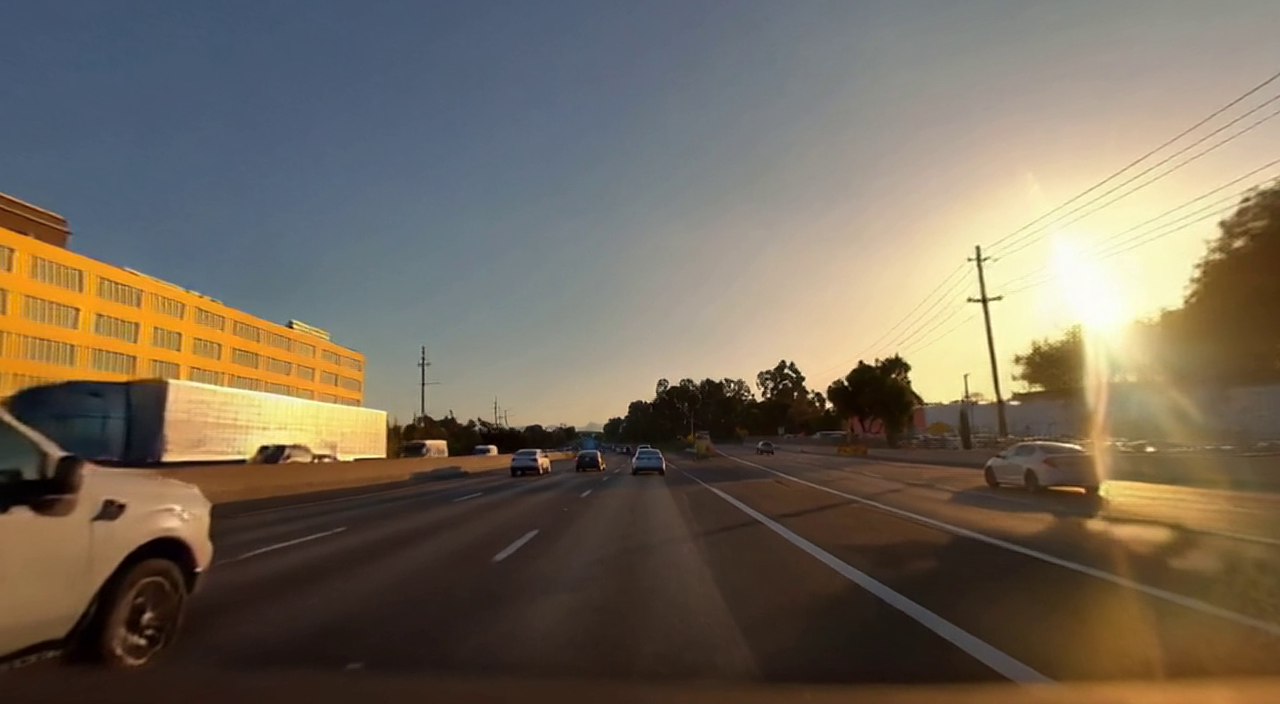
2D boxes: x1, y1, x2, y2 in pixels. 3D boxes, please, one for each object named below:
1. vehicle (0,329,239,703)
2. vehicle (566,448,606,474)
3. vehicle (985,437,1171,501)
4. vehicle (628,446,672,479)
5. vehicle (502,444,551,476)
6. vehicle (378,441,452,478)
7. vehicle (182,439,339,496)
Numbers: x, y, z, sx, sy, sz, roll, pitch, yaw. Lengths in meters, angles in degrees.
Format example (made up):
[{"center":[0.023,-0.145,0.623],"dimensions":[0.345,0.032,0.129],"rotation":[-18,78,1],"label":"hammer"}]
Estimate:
[{"center":[-3.893,0.708,1.688],"dimensions":[2.250,1.872,5.038],"rotation":[-1,-8,1],"label":"vehicle"},{"center":[-3.357,6.861,39.899],"dimensions":[2.059,1.508,4.662],"rotation":[0,-8,0],"label":"vehicle"},{"center":[11.518,3.072,17.101],"dimensions":[1.966,1.484,4.610],"rotation":[-1,-8,4],"label":"vehicle"},{"center":[0.462,5.620,32.320],"dimensions":[2.107,1.538,3.999],"rotation":[0,-8,0],"label":"vehicle"},{"center":[-7.100,6.781,40.018],"dimensions":[2.106,1.827,4.814],"rotation":[-1,-8,1],"label":"vehicle"},{"center":[-13.081,6.270,37.174],"dimensions":[2.216,1.945,5.942],"rotation":[0,-8,0],"label":"vehicle"},{"center":[-13.103,3.989,22.340],"dimensions":[2.249,1.715,5.424],"rotation":[0,-8,-1],"label":"vehicle"}]
